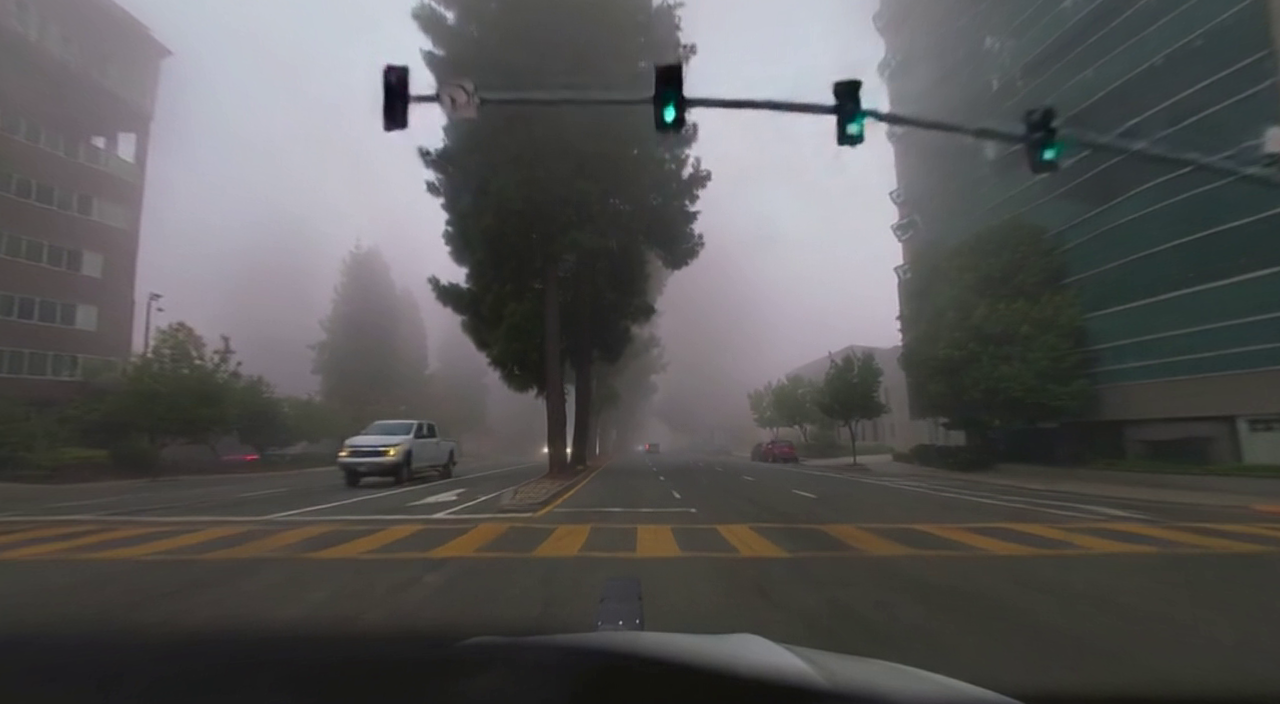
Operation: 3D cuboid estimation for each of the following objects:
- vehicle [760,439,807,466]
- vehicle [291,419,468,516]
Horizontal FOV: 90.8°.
[{"bbox_3d":[10.069,7.106,44.837,2.043,1.761,5.022,0,-8,-1],"label":"vehicle"},{"bbox_3d":[-5.467,2.491,14.038,2.098,1.789,4.338,0,-9,-1],"label":"vehicle"}]
